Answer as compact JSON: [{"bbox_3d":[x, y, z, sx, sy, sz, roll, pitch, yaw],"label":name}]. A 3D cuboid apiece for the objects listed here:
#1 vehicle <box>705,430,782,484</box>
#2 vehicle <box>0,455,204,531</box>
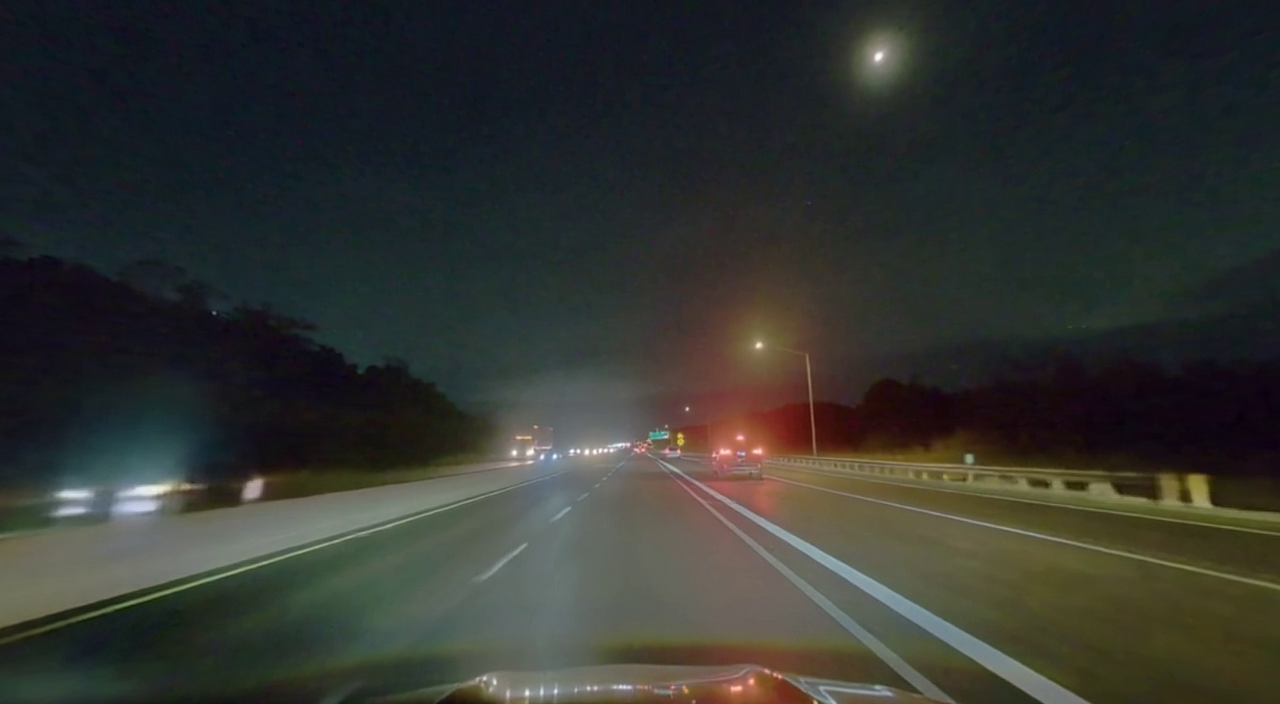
[{"bbox_3d":[4.038,4.227,25.382,2.177,1.914,5.245,0,-9,0],"label":"vehicle"},{"bbox_3d":[-12.870,3.307,15.189,1.817,1.546,3.767,0,-9,0],"label":"vehicle"}]
